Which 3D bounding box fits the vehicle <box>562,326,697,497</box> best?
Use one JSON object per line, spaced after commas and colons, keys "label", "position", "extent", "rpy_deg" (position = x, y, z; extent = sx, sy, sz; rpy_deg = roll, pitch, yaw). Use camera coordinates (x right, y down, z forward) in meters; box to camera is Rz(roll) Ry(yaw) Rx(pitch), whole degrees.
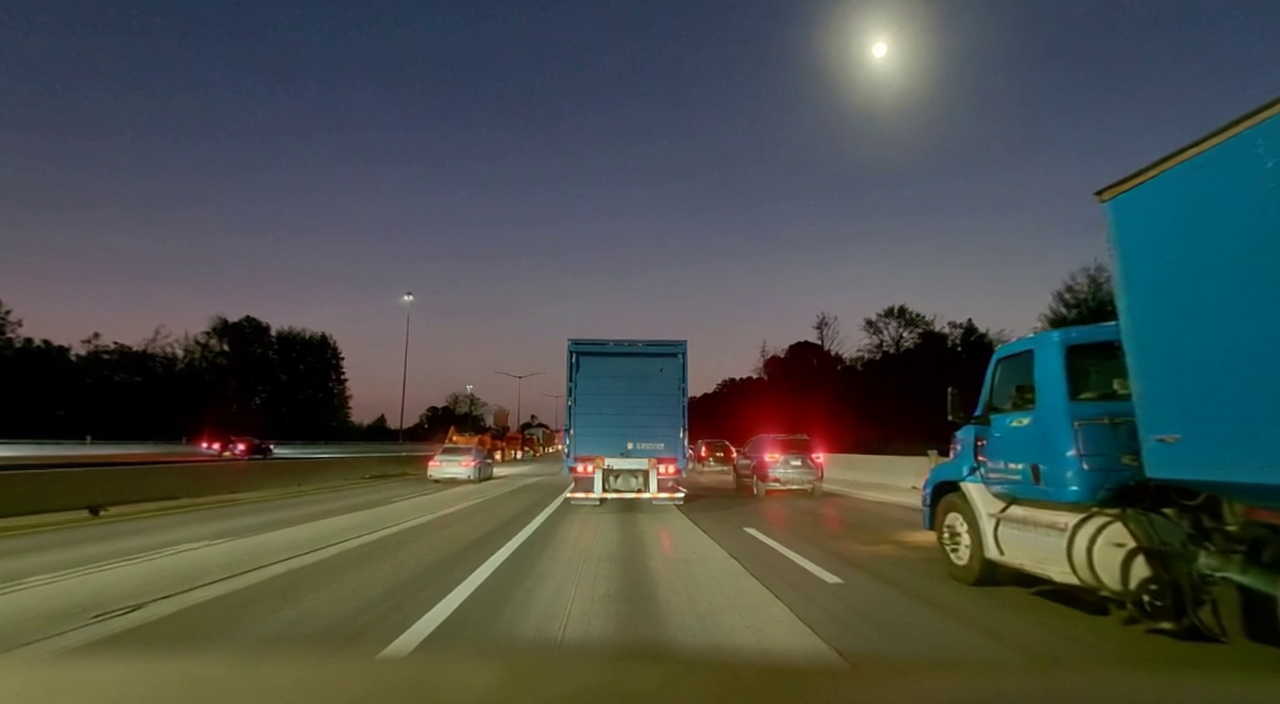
{"label": "vehicle", "position": [-0.423, 2.105, 19.632], "extent": [3.067, 3.940, 10.154], "rpy_deg": [1, -9, -2]}

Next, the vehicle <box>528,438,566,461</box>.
{"label": "vehicle", "position": [-6.434, 6.806, 44.022], "extent": [1.994, 1.481, 4.660], "rpy_deg": [0, -9, 0]}

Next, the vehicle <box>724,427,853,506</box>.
{"label": "vehicle", "position": [3.554, 2.851, 16.020], "extent": [2.103, 1.713, 4.173], "rpy_deg": [1, -9, -2]}

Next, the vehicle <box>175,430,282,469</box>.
{"label": "vehicle", "position": [-21.908, 5.167, 33.540], "extent": [4.632, 1.852, 2.033], "rpy_deg": [0, -8, 15]}

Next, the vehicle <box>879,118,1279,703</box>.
{"label": "vehicle", "position": [3.820, 0.246, 0.616], "extent": [2.943, 2.634, 10.135], "rpy_deg": [1, -9, -2]}

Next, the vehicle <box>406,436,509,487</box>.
{"label": "vehicle", "position": [-5.907, 3.591, 21.011], "extent": [2.014, 1.477, 4.595], "rpy_deg": [0, -9, 1]}
